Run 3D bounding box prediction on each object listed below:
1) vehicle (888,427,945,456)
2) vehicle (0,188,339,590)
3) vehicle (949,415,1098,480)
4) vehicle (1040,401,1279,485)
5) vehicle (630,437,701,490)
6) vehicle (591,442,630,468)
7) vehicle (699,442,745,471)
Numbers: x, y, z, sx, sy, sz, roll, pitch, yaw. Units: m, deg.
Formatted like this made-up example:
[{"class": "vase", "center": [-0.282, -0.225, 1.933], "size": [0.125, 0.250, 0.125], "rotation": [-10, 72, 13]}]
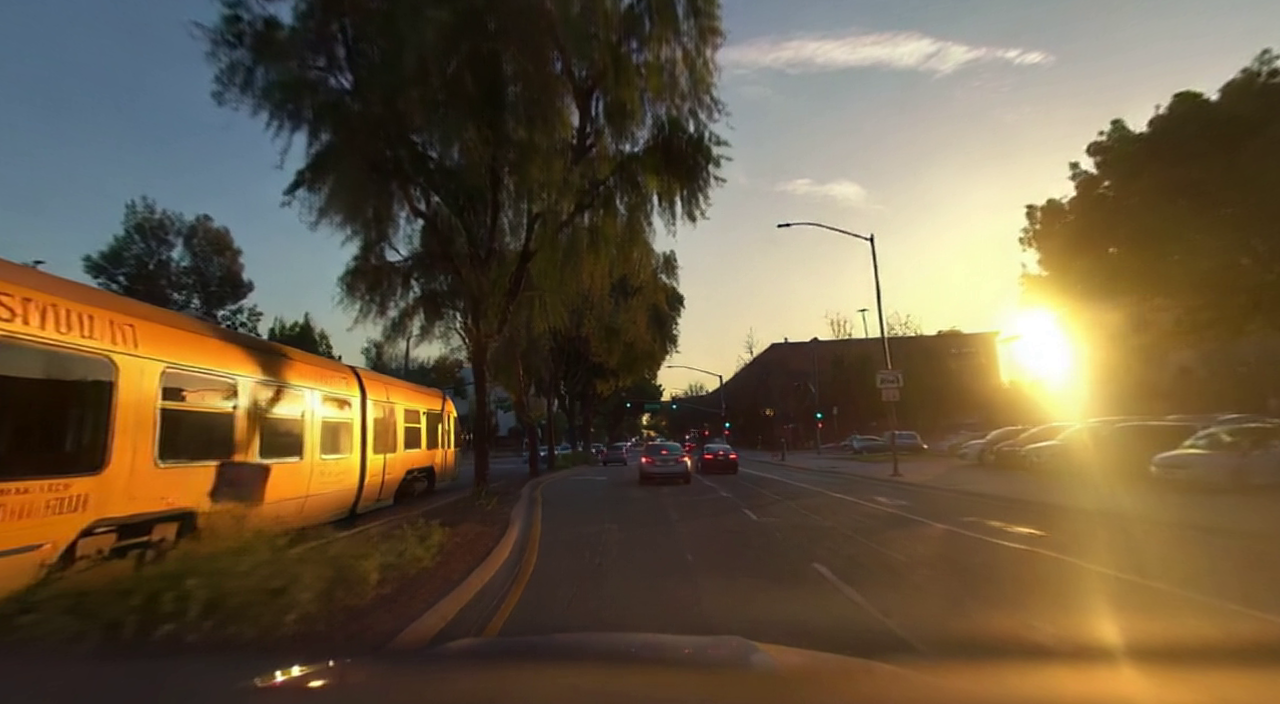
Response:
[{"class": "vehicle", "center": [19.832, 6.454, 45.508], "size": [2.116, 1.937, 4.515], "rotation": [0, -8, 2]}, {"class": "vehicle", "center": [-7.396, 0.271, 5.275], "size": [2.897, 3.700, 13.528], "rotation": [0, -7, 1]}, {"class": "vehicle", "center": [14.034, 3.439, 23.659], "size": [2.221, 2.116, 5.535], "rotation": [0, -6, 2]}, {"class": "vehicle", "center": [13.801, 2.497, 17.279], "size": [2.145, 1.911, 5.581], "rotation": [0, -8, 1]}, {"class": "vehicle", "center": [0.759, 3.484, 20.082], "size": [2.002, 1.471, 4.337], "rotation": [0, -8, 1]}, {"class": "vehicle", "center": [-1.719, 6.269, 38.713], "size": [2.118, 1.478, 4.076], "rotation": [0, -8, 1]}, {"class": "vehicle", "center": [4.393, 5.650, 34.410], "size": [1.944, 1.447, 4.392], "rotation": [0, -8, 0]}]
